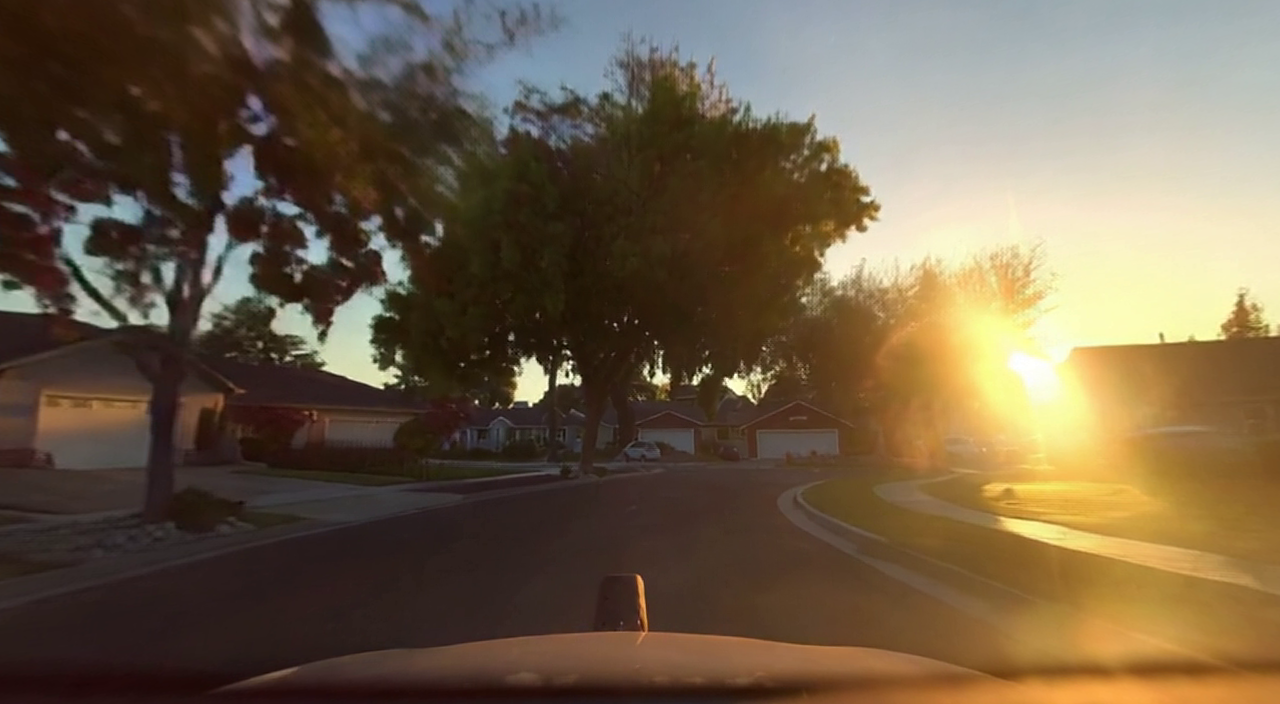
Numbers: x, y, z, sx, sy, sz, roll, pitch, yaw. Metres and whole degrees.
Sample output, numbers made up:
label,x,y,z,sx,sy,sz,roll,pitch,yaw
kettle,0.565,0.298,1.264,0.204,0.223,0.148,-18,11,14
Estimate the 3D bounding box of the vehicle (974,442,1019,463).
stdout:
label,x,y,z,sx,sy,sz,roll,pitch,yaw
vehicle,27.565,7.798,48.988,1.873,1.556,4.216,-2,-9,14
